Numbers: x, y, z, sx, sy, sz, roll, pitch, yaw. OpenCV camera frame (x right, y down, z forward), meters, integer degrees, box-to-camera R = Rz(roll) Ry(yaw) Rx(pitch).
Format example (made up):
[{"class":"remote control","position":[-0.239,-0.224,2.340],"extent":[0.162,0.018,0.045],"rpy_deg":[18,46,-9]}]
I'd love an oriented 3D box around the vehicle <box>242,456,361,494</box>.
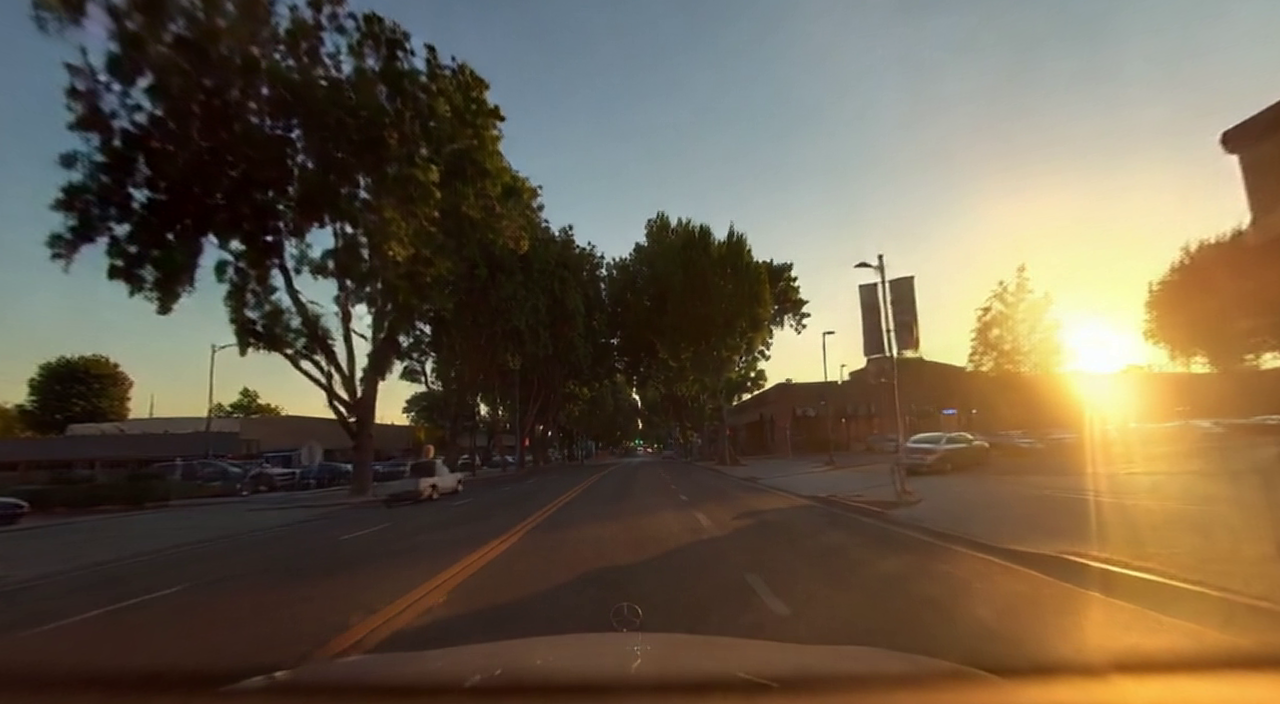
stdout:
[{"class":"vehicle","position":[-16.351,5.964,30.692],"extent":[4.650,1.700,1.915],"rpy_deg":[0,-9,-1]}]

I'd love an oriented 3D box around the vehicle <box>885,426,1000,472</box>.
[{"class":"vehicle","position":[11.190,3.559,23.254],"extent":[4.587,1.504,1.928],"rpy_deg":[6,-11,-38]}]

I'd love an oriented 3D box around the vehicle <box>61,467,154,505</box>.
[{"class":"vehicle","position":[-27.387,6.853,32.675],"extent":[1.822,1.622,4.193],"rpy_deg":[-2,-9,-11]}]

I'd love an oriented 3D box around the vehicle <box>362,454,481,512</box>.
[{"class":"vehicle","position":[-6.526,3.948,19.519],"extent":[1.962,1.478,4.639],"rpy_deg":[-1,-9,1]}]

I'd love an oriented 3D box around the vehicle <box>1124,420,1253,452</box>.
[{"class":"vehicle","position":[26.125,4.060,30.209],"extent":[1.765,1.435,4.413],"rpy_deg":[8,-12,-44]}]

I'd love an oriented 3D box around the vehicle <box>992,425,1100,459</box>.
[{"class":"vehicle","position":[21.871,4.881,34.131],"extent":[4.442,1.451,1.945],"rpy_deg":[-12,-12,42]}]
